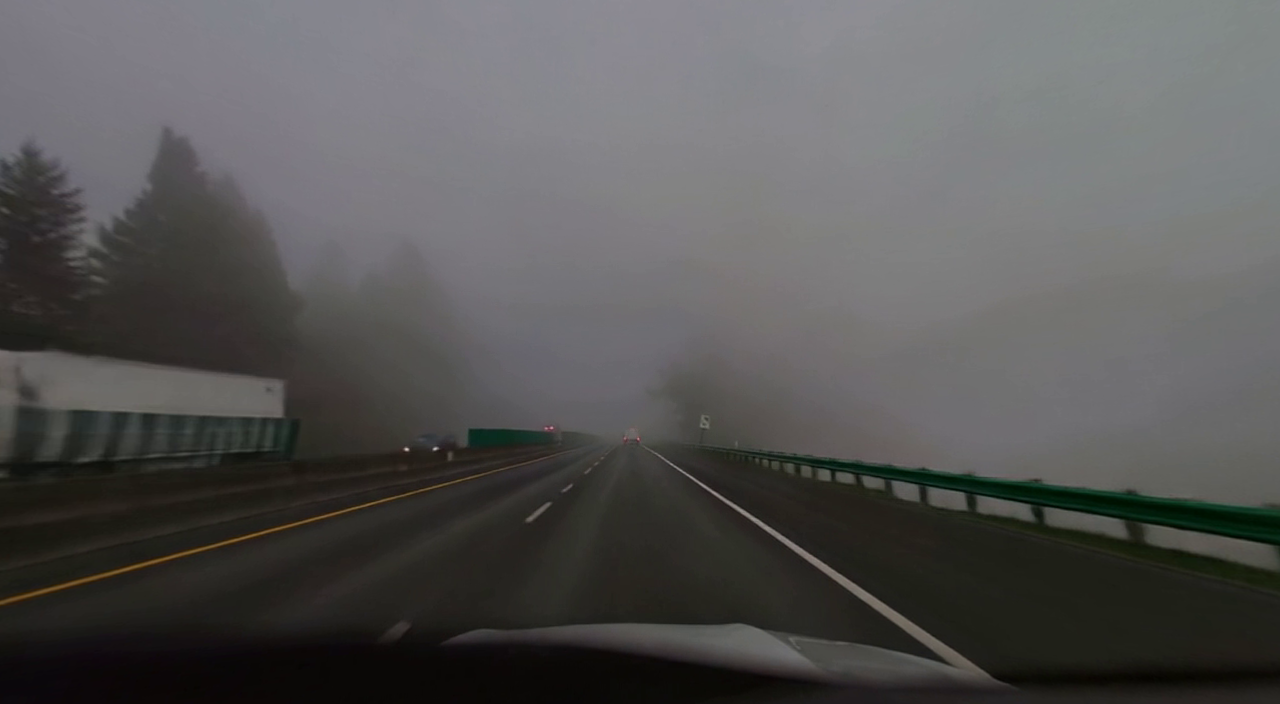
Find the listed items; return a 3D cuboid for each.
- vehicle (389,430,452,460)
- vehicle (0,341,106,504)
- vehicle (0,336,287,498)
[{"bbox_3d":[-12.865,5.446,37.258,2.069,1.654,4.664,0,-7,-1],"label":"vehicle"},{"bbox_3d":[-17.151,1.719,15.335,3.002,3.931,5.809,0,-7,-1],"label":"vehicle"},{"bbox_3d":[-17.217,2.331,21.128,3.002,3.931,13.684,0,-7,-1],"label":"vehicle"}]
